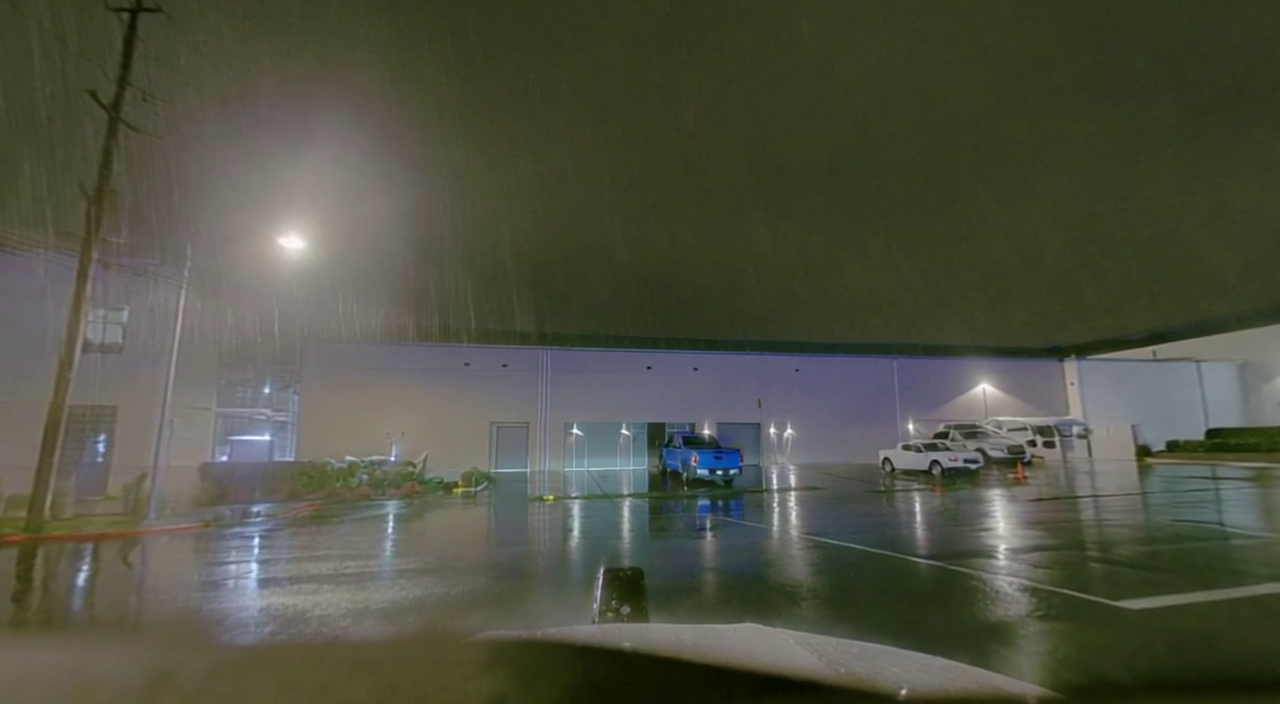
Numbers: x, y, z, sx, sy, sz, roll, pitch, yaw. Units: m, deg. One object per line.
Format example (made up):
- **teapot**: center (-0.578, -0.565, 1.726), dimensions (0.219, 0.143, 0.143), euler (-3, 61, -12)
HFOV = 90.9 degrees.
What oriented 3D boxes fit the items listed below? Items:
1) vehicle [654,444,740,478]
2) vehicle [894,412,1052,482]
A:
- **vehicle**: center (3.641, 7.015, 40.847), dimensions (5.207, 2.103, 1.997), euler (1, -8, -6)
- **vehicle**: center (16.533, 4.801, 31.638), dimensions (6.271, 3.004, 2.298), euler (-4, -11, 3)
